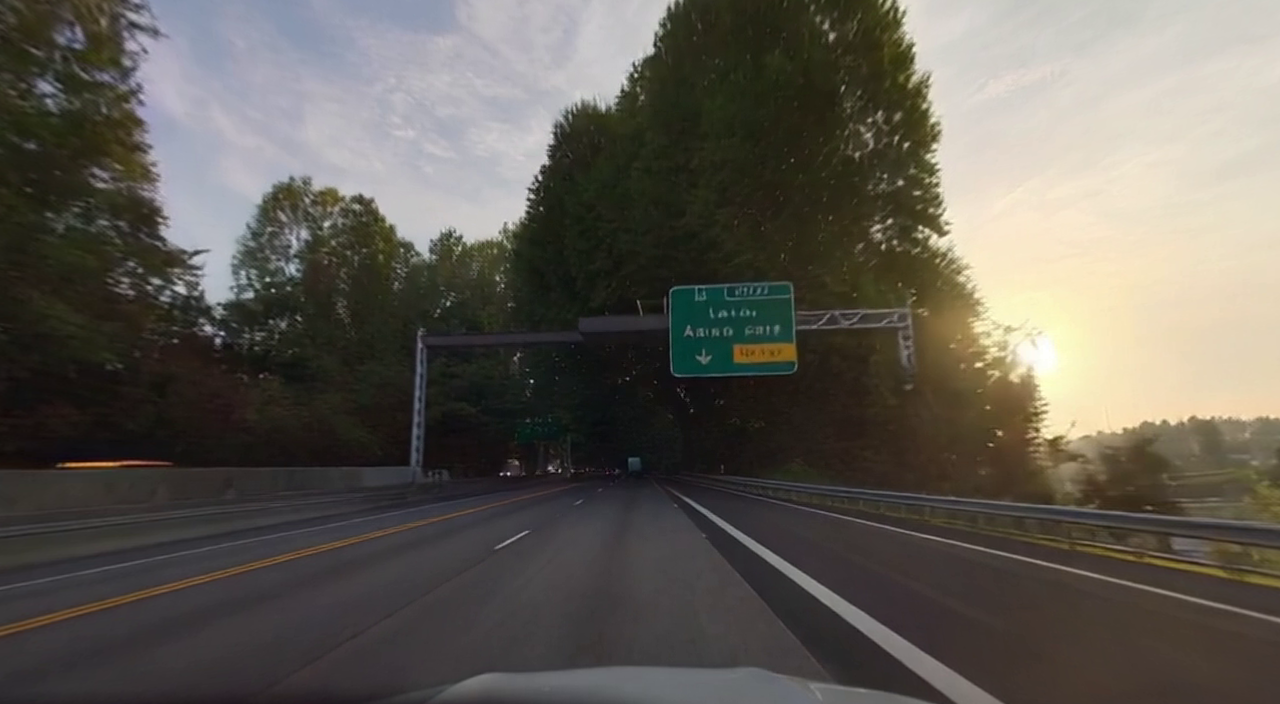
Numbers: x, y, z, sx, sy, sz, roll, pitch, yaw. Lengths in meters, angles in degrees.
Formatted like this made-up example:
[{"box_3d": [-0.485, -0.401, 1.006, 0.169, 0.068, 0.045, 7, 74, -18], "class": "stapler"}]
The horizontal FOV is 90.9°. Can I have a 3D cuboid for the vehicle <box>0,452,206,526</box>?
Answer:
[{"box_3d": [-12.875, 3.205, 15.114, 1.858, 1.466, 4.258, 1, -11, 0], "class": "vehicle"}]
